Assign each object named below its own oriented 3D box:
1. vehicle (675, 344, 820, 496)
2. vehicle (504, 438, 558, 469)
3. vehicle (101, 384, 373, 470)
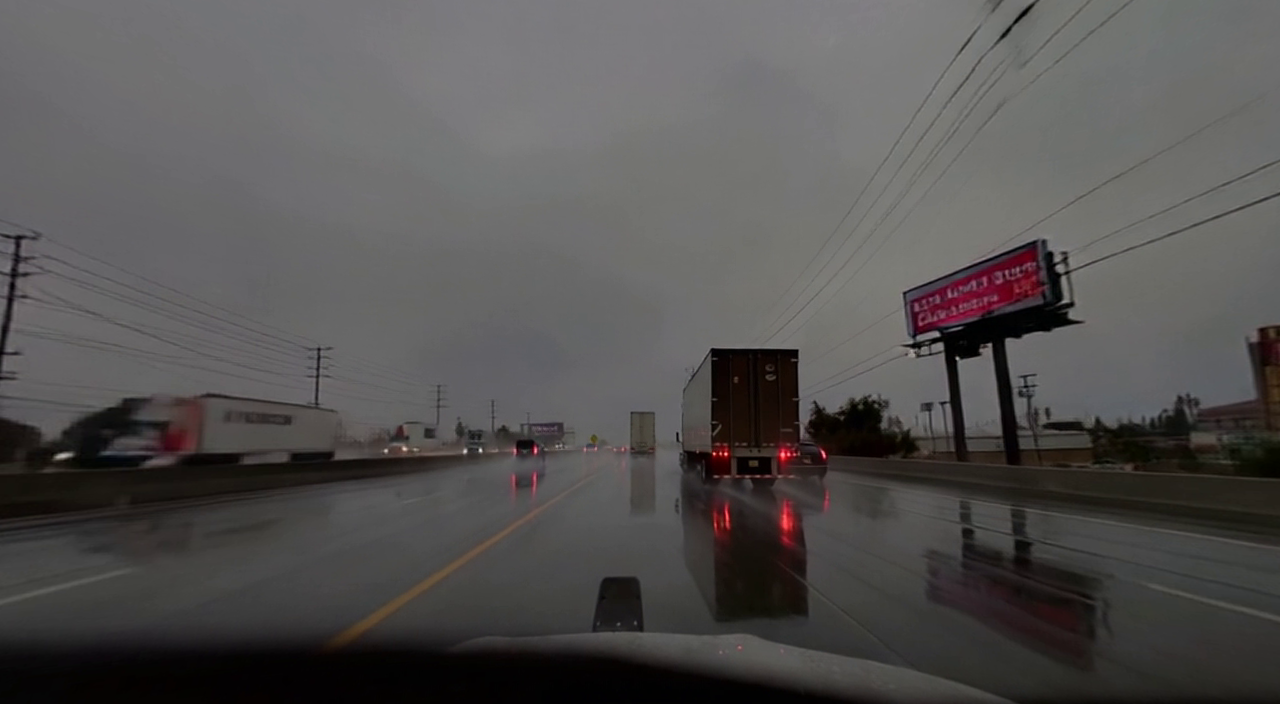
[{"bbox_3d":[3.378,3.078,25.571,2.892,4.152,16.575,0,-9,0],"label":"vehicle"},{"bbox_3d":[-7.195,6.810,42.471,2.425,1.917,5.647,0,-9,2],"label":"vehicle"},{"bbox_3d":[-20.979,4.675,36.090,2.894,3.626,18.648,0,-9,2],"label":"vehicle"}]
